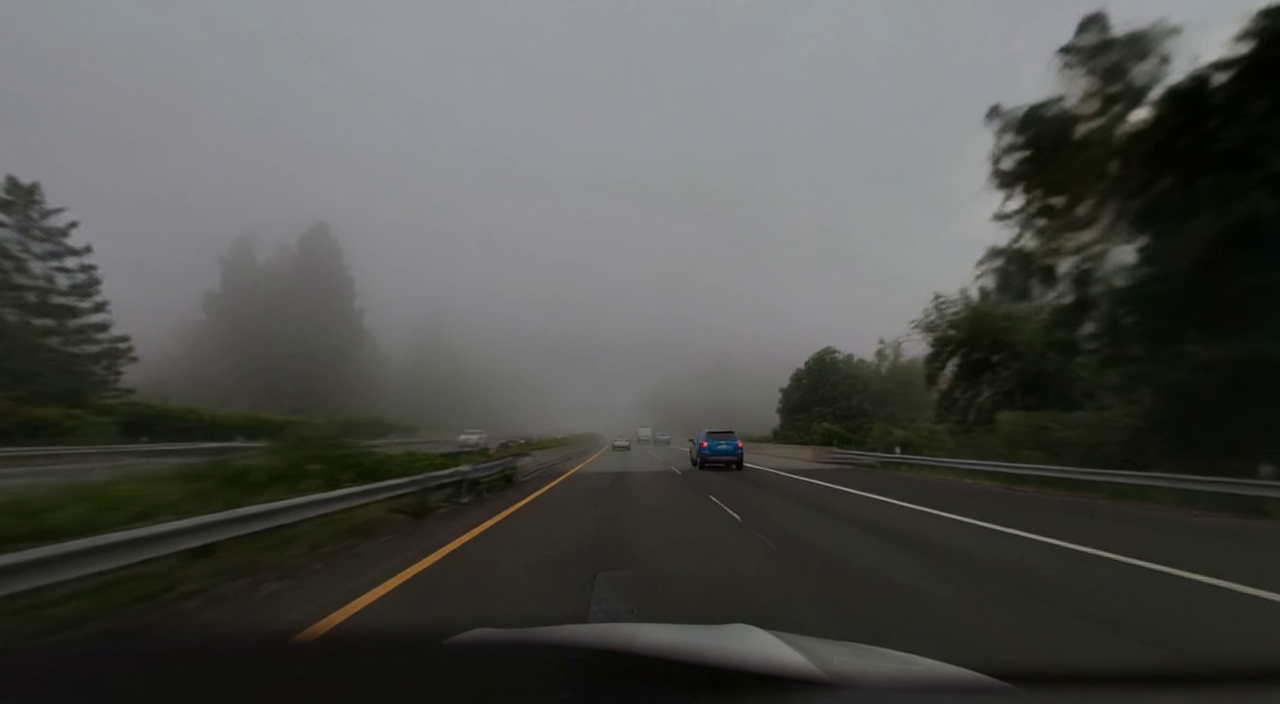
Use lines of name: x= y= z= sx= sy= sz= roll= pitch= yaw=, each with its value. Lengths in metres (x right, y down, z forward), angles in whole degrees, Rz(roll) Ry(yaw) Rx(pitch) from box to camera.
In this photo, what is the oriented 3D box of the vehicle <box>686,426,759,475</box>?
vehicle: x=3.047 y=3.765 z=24.349 sx=2.085 sy=1.681 sz=4.436 roll=1 pitch=-8 yaw=-2
